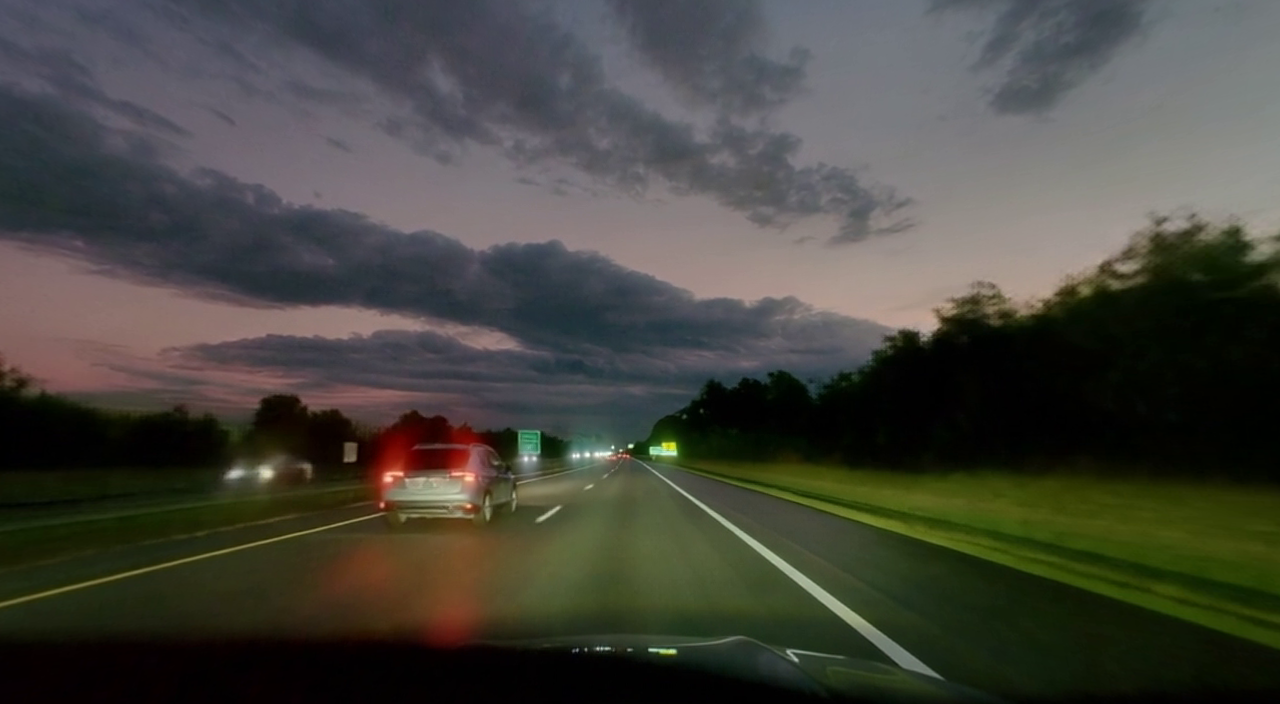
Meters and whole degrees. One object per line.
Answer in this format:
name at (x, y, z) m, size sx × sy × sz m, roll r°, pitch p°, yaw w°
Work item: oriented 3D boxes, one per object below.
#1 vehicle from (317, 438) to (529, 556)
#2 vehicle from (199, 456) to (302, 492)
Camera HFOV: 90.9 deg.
vehicle at (-3.554, 2.461, 11.455) m, size 2.135 × 1.686 × 4.517 m, roll 0°, pitch -9°, yaw 1°
vehicle at (-18.040, 5.653, 29.462) m, size 1.921 × 1.484 × 4.504 m, roll 0°, pitch -9°, yaw 0°
